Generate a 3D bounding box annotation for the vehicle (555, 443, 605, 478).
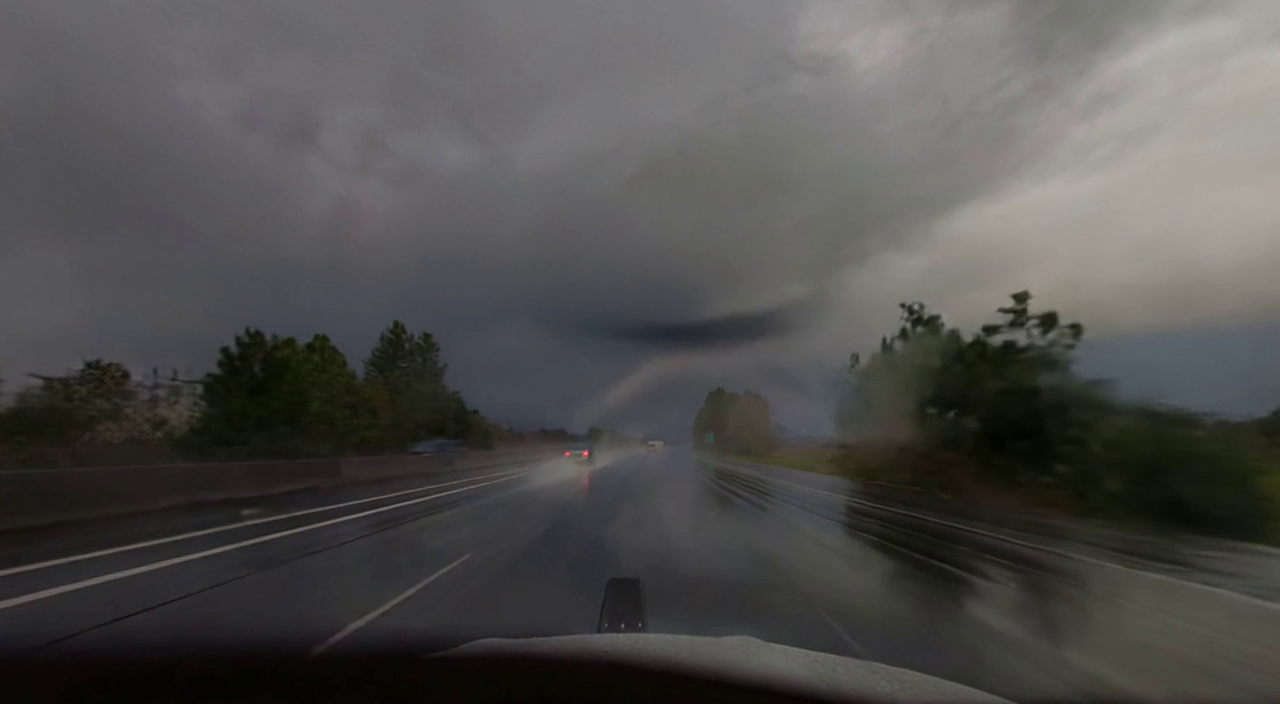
[{"bbox_3d":[-2.926,5.420,31.630,1.959,1.571,4.313,-1,-9,2],"label":"vehicle"}]
